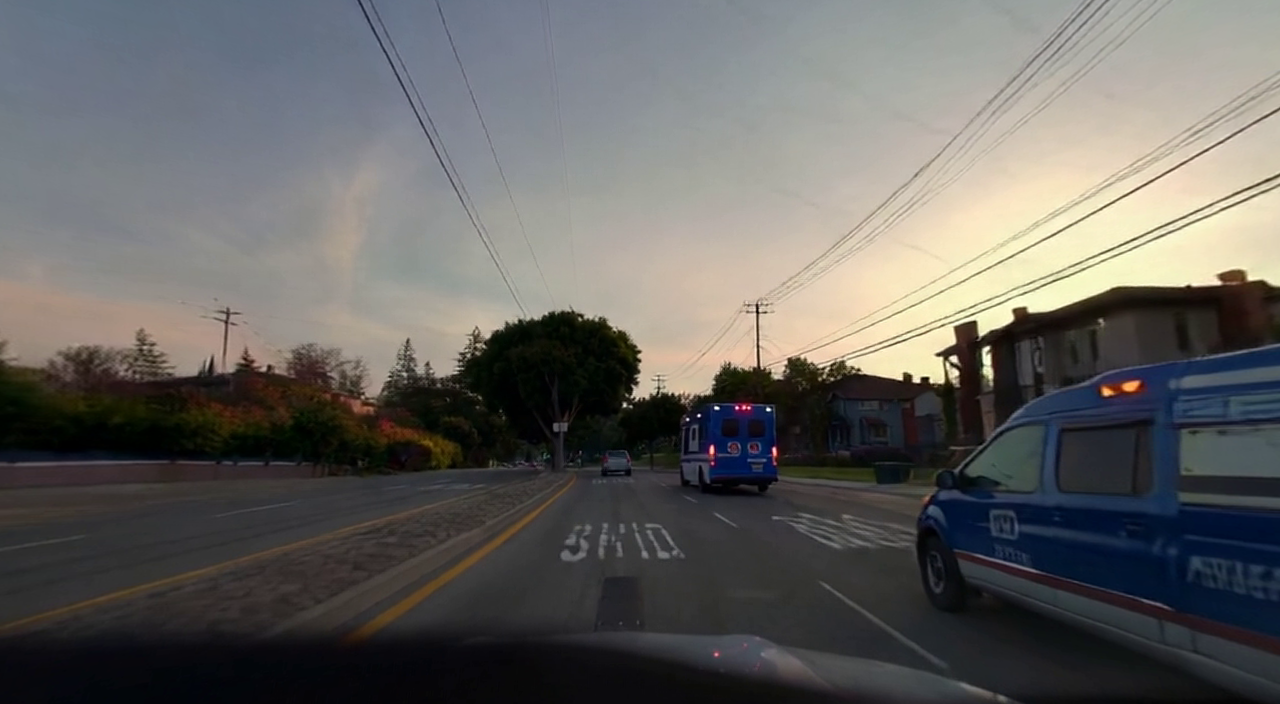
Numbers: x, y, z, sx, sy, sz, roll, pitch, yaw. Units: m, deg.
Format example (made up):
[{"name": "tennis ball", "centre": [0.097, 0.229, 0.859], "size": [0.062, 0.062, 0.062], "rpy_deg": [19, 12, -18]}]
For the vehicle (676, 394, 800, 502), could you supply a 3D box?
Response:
[{"name": "vehicle", "centre": [2.652, 2.865, 18.929], "size": [2.406, 2.687, 5.521], "rpy_deg": [-1, -9, -4]}]

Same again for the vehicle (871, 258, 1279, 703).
[{"name": "vehicle", "centre": [3.182, 0.769, 2.918], "size": [2.194, 1.922, 4.822], "rpy_deg": [-1, -9, -2]}]

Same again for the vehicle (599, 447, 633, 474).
[{"name": "vehicle", "centre": [-1.726, 7.530, 44.017], "size": [2.114, 1.707, 3.725], "rpy_deg": [0, -9, -5]}]
